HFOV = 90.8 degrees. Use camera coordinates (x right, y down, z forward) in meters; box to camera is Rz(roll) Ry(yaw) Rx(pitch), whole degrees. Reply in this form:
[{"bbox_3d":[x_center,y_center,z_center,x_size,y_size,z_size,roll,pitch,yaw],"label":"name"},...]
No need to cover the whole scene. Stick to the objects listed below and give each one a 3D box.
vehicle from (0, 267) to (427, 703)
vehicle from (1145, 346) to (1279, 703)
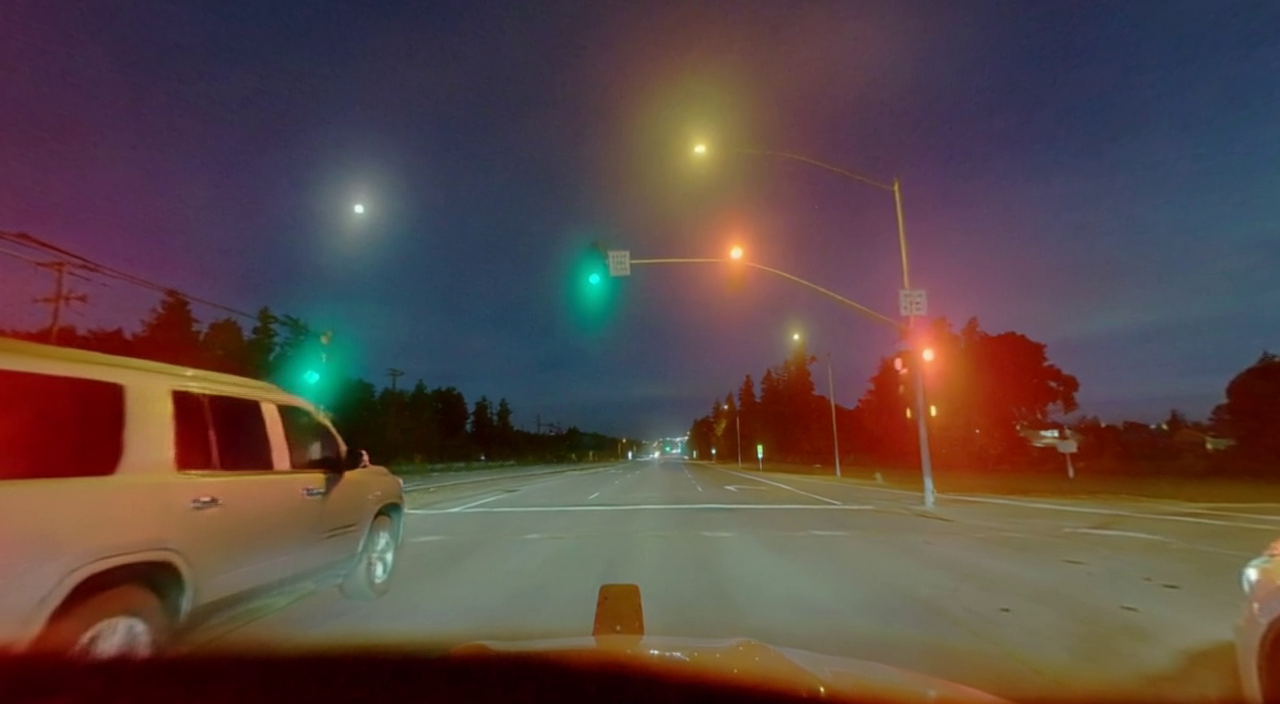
[{"bbox_3d":[-3.461,0.959,3.948,2.374,1.985,5.391,0,-8,0],"label":"vehicle"},{"bbox_3d":[3.615,0.598,0.985,2.056,1.703,4.305,0,-8,0],"label":"vehicle"}]
